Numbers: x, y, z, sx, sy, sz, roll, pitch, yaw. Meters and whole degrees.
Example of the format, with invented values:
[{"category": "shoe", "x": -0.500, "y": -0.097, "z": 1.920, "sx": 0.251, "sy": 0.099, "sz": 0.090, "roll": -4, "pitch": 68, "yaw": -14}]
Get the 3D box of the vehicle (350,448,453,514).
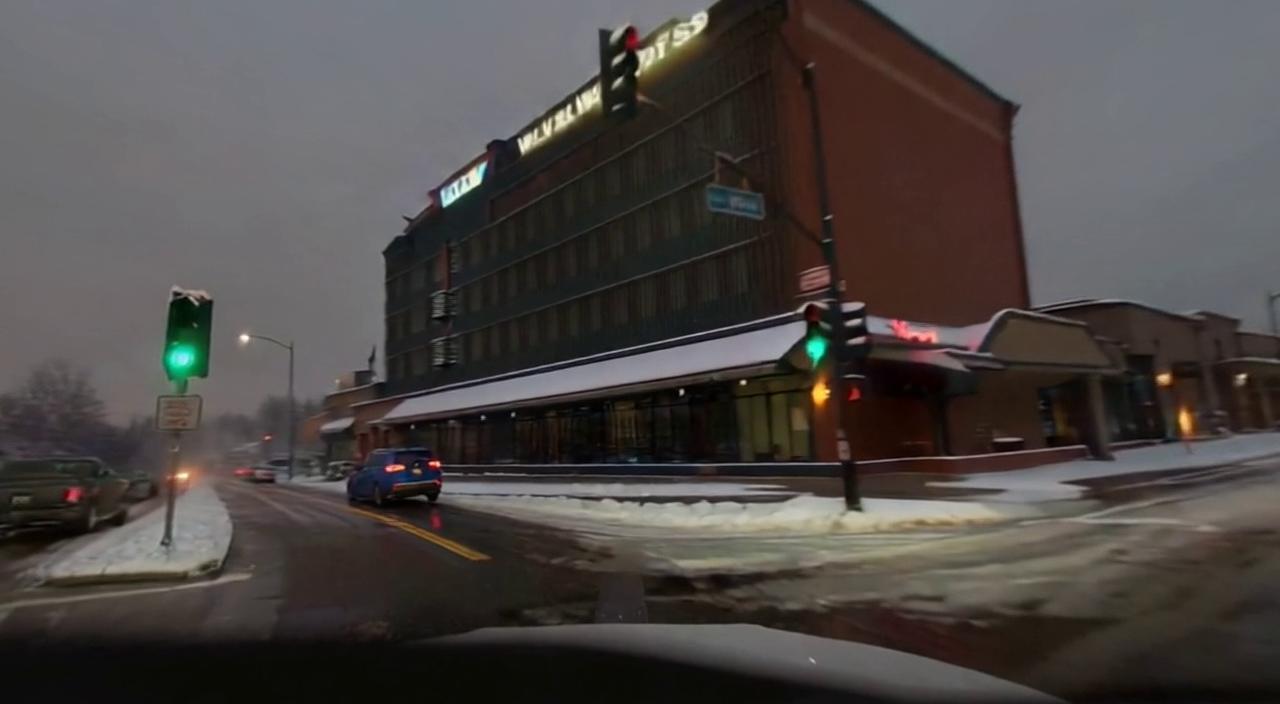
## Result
[{"category": "vehicle", "x": -7.624, "y": 3.951, "z": 19.927, "sx": 2.238, "sy": 1.762, "sz": 4.445, "roll": 4, "pitch": -10, "yaw": -30}]
